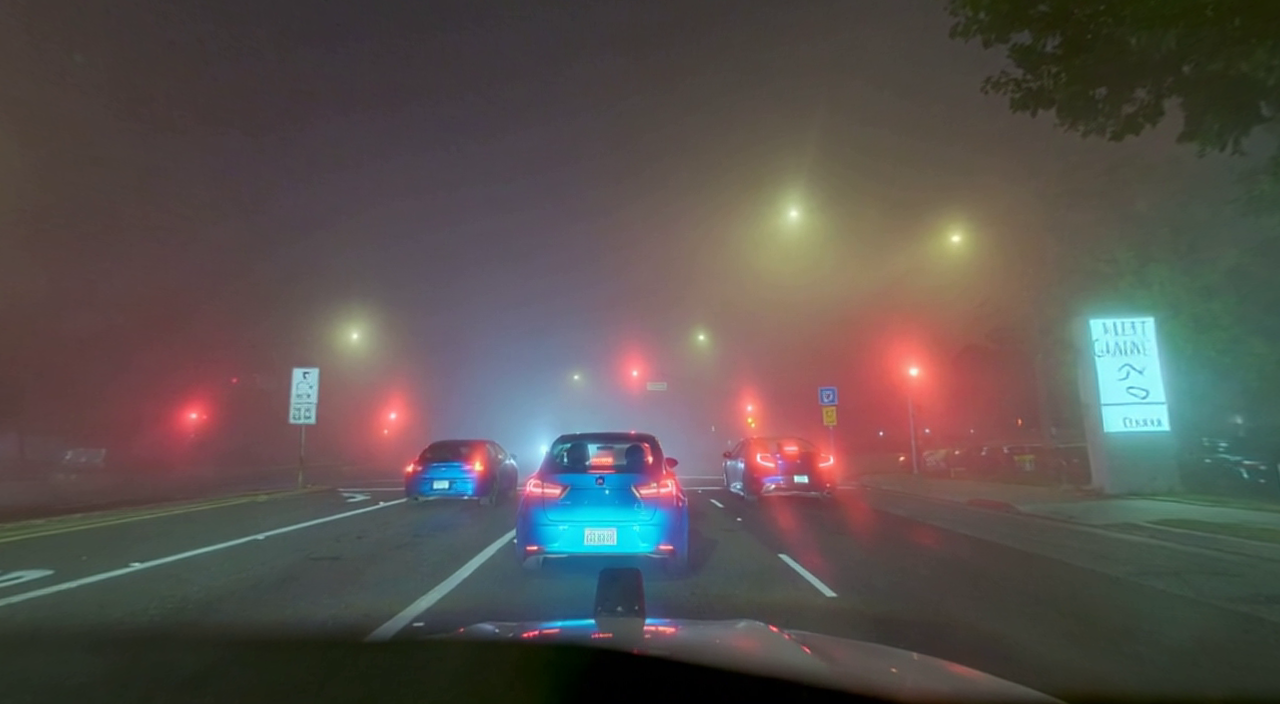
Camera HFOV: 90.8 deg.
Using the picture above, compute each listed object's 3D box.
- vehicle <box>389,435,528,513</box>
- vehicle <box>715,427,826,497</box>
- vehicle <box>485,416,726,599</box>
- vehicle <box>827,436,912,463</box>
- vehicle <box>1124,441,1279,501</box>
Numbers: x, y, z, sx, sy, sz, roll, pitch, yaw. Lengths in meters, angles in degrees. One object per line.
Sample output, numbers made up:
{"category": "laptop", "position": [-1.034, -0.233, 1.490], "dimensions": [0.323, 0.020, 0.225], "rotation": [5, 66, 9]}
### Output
{"category": "vehicle", "position": [-3.763, 2.587, 13.854], "dimensions": [1.998, 1.452, 3.773], "rotation": [0, -8, -1]}
{"category": "vehicle", "position": [3.430, 2.992, 17.506], "dimensions": [2.028, 1.678, 4.220], "rotation": [0, -8, -2]}
{"category": "vehicle", "position": [-0.357, 1.633, 7.536], "dimensions": [2.045, 1.533, 4.183], "rotation": [0, -8, -2]}
{"category": "vehicle", "position": [13.901, 5.927, 38.465], "dimensions": [4.419, 1.619, 1.894], "rotation": [1, -9, -8]}
{"category": "vehicle", "position": [15.192, 3.011, 16.270], "dimensions": [3.951, 1.418, 1.842], "rotation": [0, -8, -3]}
